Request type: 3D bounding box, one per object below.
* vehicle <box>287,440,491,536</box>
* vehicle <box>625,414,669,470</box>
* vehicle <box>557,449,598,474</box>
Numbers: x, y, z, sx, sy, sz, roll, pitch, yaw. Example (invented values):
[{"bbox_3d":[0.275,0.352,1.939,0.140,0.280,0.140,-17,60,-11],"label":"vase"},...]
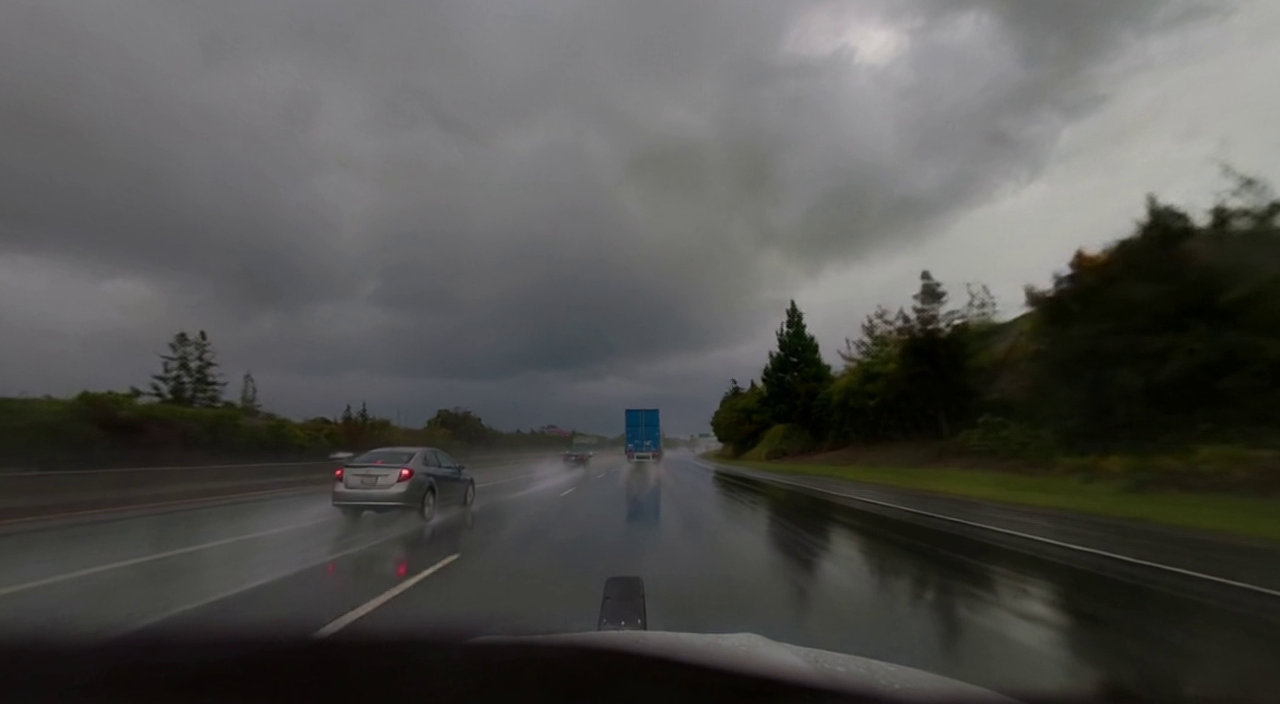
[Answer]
[{"bbox_3d":[-4.422,2.457,12.015,2.010,1.461,4.391,0,-9,1],"label":"vehicle"},{"bbox_3d":[0.429,6.678,46.387,2.893,3.628,9.081,0,-9,0],"label":"vehicle"},{"bbox_3d":[-3.799,6.704,38.803,1.981,1.435,4.199,0,-9,1],"label":"vehicle"}]
